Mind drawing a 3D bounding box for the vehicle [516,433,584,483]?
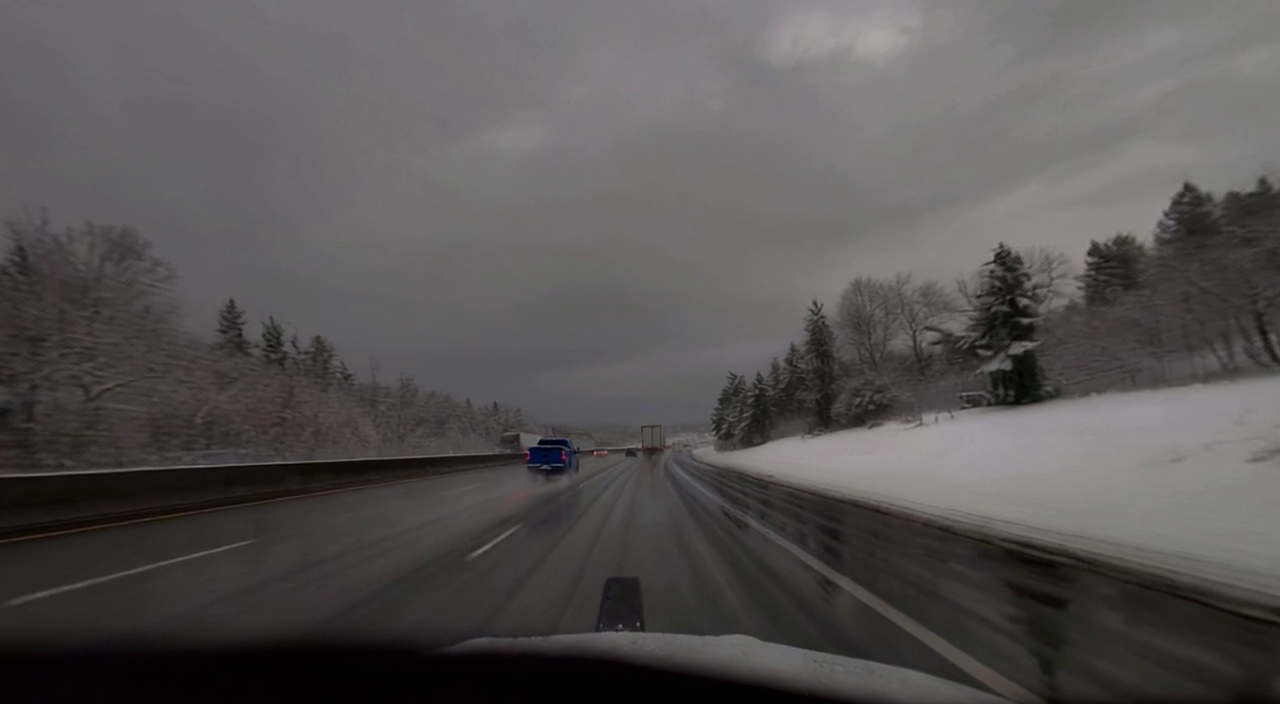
[{"bbox_3d":[-3.836,4.677,28.049,2.216,1.949,5.237,0,-9,0],"label":"vehicle"}]
